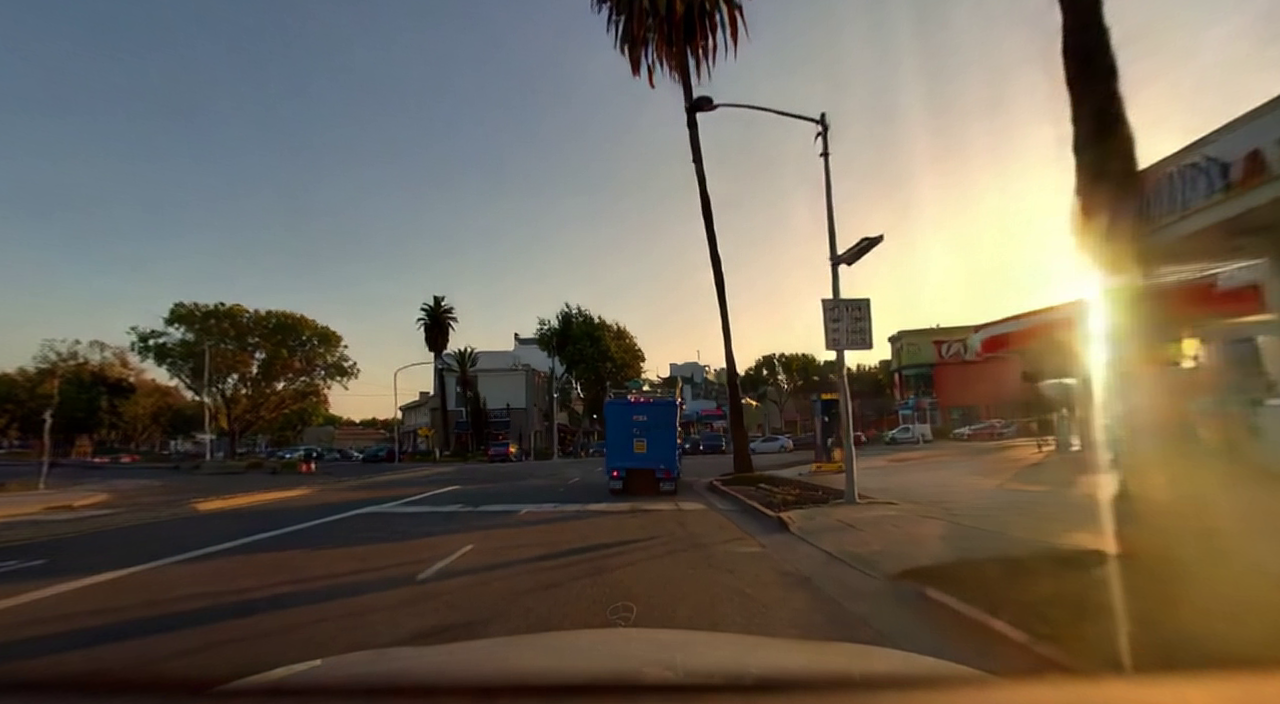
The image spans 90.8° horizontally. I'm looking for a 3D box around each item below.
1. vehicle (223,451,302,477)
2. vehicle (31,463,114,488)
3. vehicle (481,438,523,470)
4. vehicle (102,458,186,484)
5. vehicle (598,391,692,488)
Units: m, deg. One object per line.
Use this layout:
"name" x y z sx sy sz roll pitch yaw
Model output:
"vehicle" -27.704 8.217 46.463 4.583 1.556 1.893 -3 -7 -1
"vehicle" -35.979 7.799 40.161 1.834 1.383 3.707 0 -8 -1
"vehicle" -7.655 5.681 35.380 1.997 1.679 4.263 1 -8 -9
"vehicle" -31.240 7.476 39.934 1.766 1.428 4.337 0 -8 0
"vehicle" 0.384 3.091 22.313 2.463 2.954 5.938 -1 -8 9
